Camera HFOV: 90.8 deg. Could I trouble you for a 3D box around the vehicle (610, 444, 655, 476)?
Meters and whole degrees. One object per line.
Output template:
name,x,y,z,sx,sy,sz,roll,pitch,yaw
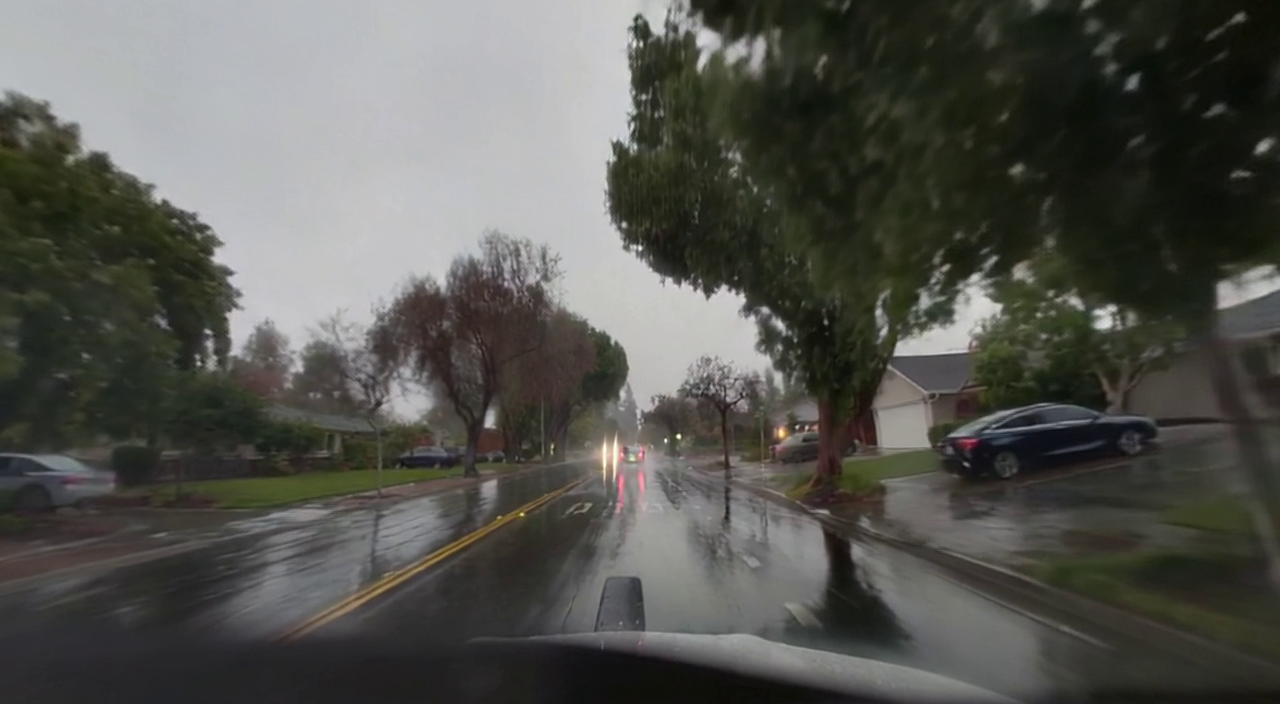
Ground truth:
vehicle,-0.361,5.433,31.883,2.098,1.483,4.099,0,-9,0

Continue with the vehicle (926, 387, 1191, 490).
vehicle,9.545,2.027,14.712,4.634,1.723,1.966,-6,-9,-2

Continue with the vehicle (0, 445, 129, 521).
vehicle,-17.071,3.494,17.158,4.463,1.917,1.970,1,-9,-5

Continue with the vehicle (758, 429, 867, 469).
vehicle,8.621,4.880,31.912,4.740,1.467,2.074,-5,-9,-3
